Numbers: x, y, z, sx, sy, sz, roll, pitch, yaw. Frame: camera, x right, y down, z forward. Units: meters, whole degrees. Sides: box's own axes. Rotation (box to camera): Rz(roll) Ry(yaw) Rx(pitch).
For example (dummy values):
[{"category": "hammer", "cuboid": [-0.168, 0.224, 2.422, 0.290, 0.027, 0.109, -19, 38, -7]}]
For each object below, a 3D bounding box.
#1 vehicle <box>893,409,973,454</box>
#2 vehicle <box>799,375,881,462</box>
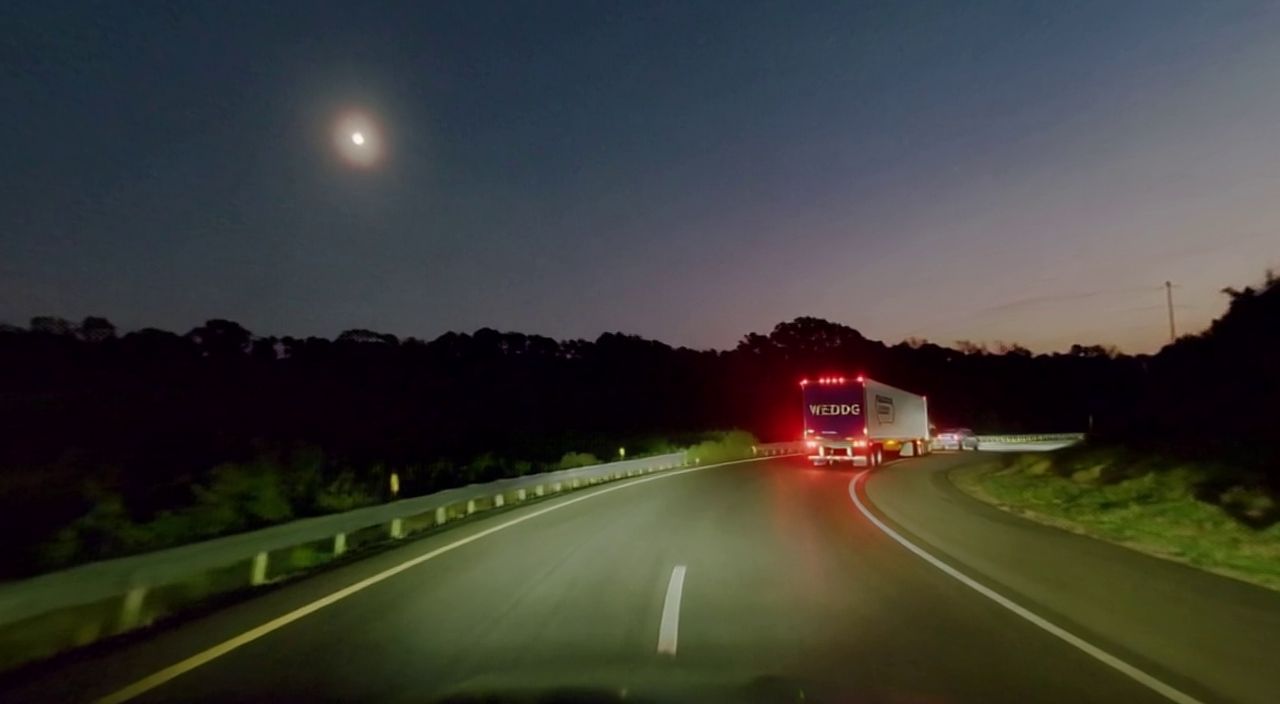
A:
[{"category": "vehicle", "cuboid": [18.097, 4.937, 38.599, 6.650, 2.524, 2.120, 8, -11, -44]}, {"category": "vehicle", "cuboid": [9.397, 3.182, 29.413, 2.963, 3.771, 3.137, -4, -9, 28]}]
